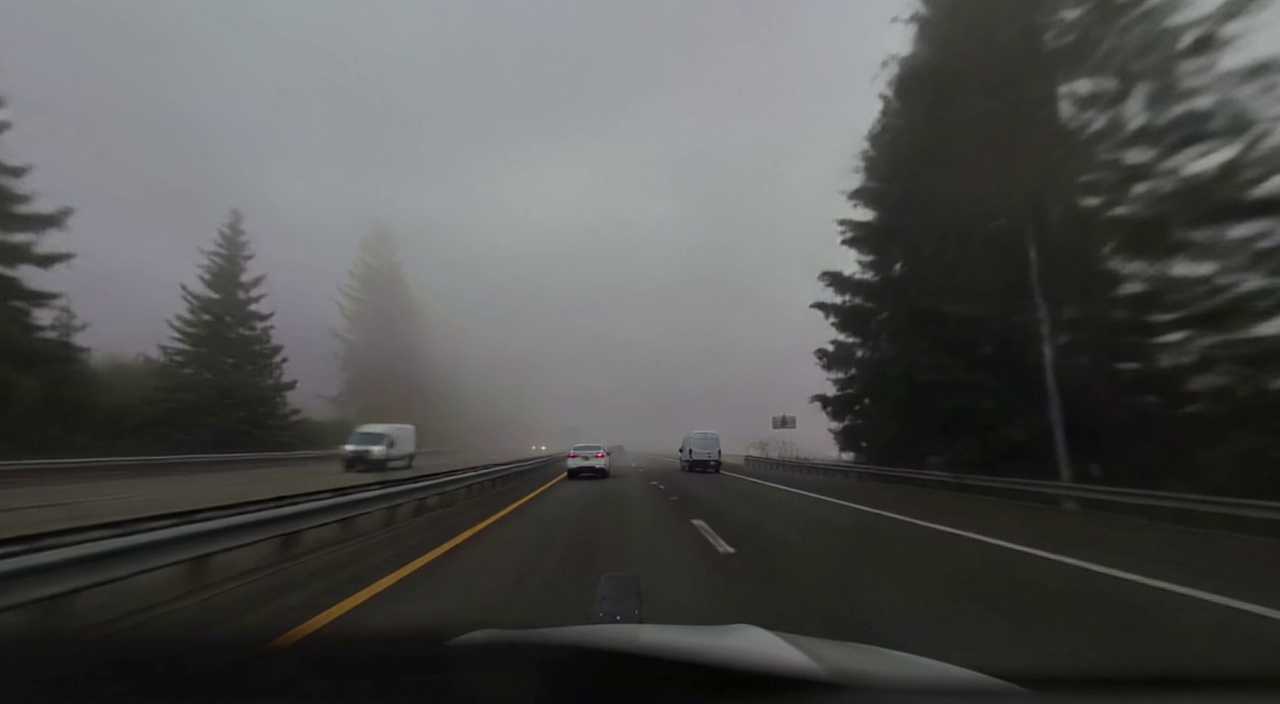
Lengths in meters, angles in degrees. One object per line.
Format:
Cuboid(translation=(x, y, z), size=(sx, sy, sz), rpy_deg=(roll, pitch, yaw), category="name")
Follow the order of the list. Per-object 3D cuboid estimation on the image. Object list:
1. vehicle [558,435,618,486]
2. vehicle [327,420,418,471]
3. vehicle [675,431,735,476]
Cuboid(translation=(-1.833, 3.997, 23.354), size=(1.963, 1.711, 4.284), rpy_deg=(0, -9, -1), category="vehicle")
Cuboid(translation=(-14.756, 5.252, 35.122), size=(2.445, 2.526, 6.227), rpy_deg=(0, -9, -2), category="vehicle")
Cuboid(translation=(3.002, 4.852, 30.057), size=(2.179, 1.930, 4.538), rpy_deg=(0, -9, -3), category="vehicle")
